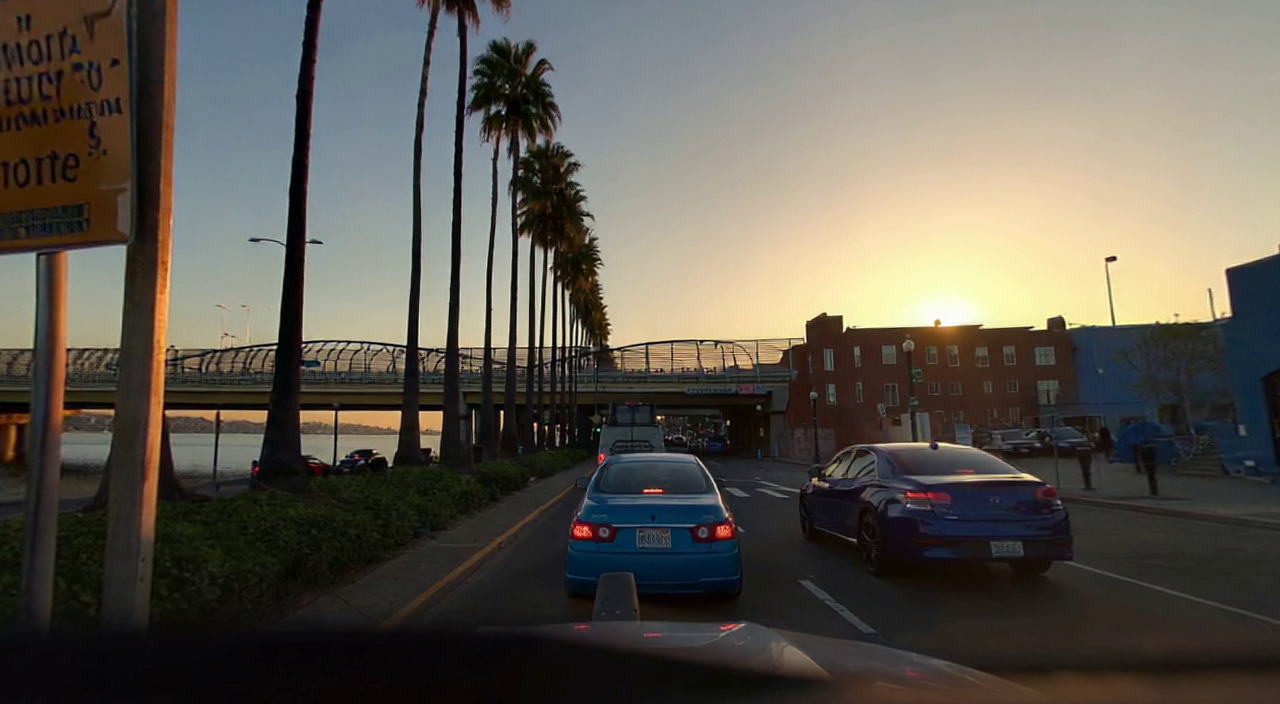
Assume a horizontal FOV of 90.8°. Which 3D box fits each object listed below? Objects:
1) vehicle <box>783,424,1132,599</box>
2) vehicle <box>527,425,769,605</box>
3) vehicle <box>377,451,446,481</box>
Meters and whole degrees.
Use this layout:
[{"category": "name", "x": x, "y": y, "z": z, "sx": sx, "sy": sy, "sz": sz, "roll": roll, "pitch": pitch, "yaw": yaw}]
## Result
[{"category": "vehicle", "x": 3.262, "y": 1.715, "z": 7.736, "sx": 1.920, "sy": 1.490, "sz": 4.417, "roll": 0, "pitch": -9, "yaw": -1}, {"category": "vehicle", "x": 0.063, "y": 1.671, "z": 7.276, "sx": 2.048, "sy": 1.503, "sz": 3.681, "roll": 0, "pitch": -9, "yaw": 0}, {"category": "vehicle", "x": -14.948, "y": 7.472, "z": 41.681, "sx": 2.104, "sy": 1.802, "sz": 4.852, "roll": -2, "pitch": -9, "yaw": 9}]
